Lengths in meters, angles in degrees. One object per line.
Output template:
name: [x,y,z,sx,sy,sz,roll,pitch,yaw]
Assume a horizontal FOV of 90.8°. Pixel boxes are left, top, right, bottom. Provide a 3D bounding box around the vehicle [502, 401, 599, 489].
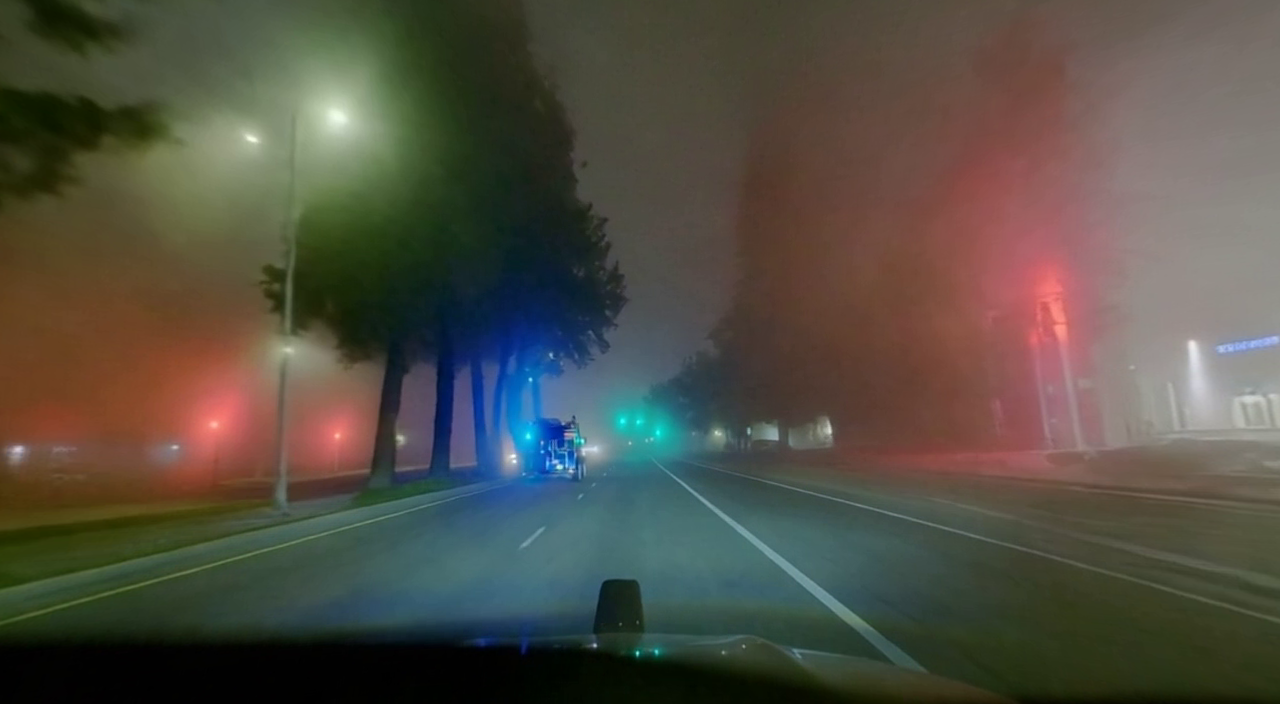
vehicle: [-3.038,3.420,23.154,2.633,2.787,5.796,0,-9,1]
